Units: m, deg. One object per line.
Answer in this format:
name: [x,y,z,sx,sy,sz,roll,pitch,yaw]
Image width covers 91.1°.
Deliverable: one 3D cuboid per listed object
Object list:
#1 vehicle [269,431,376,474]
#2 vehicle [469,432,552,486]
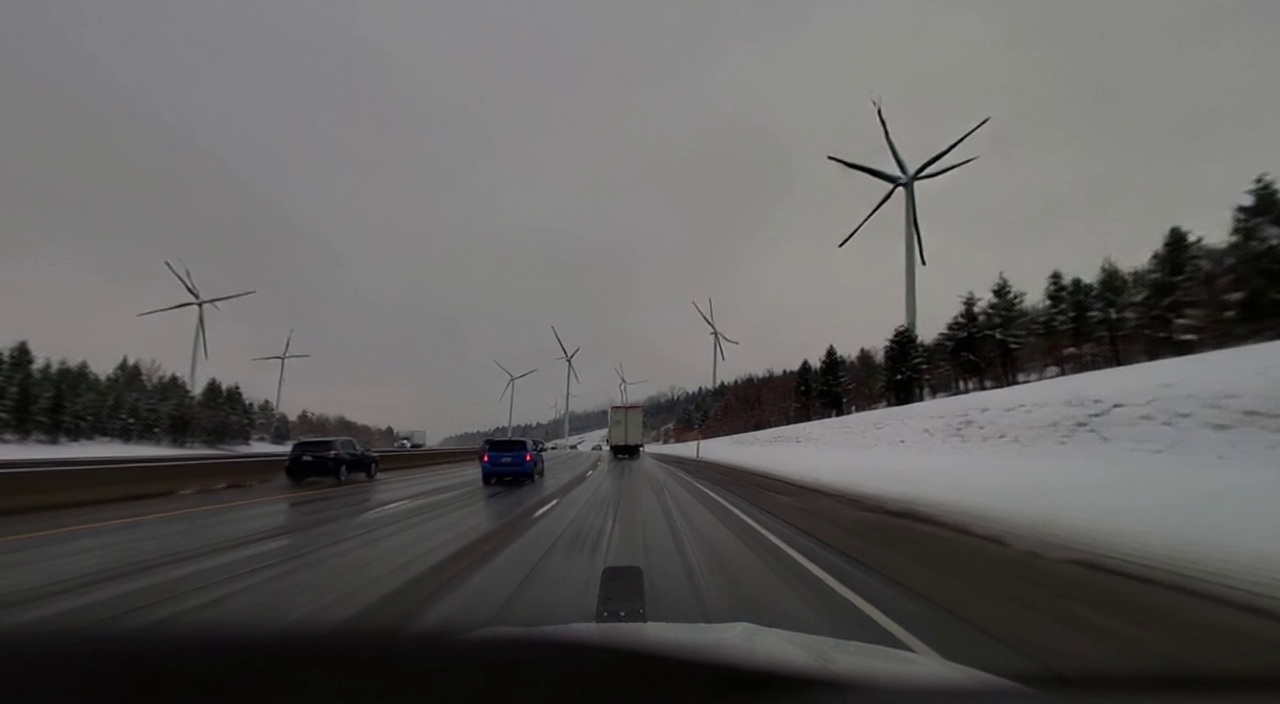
vehicle: [-15.030,4.799,30.168,2.285,1.835,5.672,0,-8,-1]
vehicle: [-4.376,3.671,21.833,2.109,1.684,3.783,0,-8,-1]
